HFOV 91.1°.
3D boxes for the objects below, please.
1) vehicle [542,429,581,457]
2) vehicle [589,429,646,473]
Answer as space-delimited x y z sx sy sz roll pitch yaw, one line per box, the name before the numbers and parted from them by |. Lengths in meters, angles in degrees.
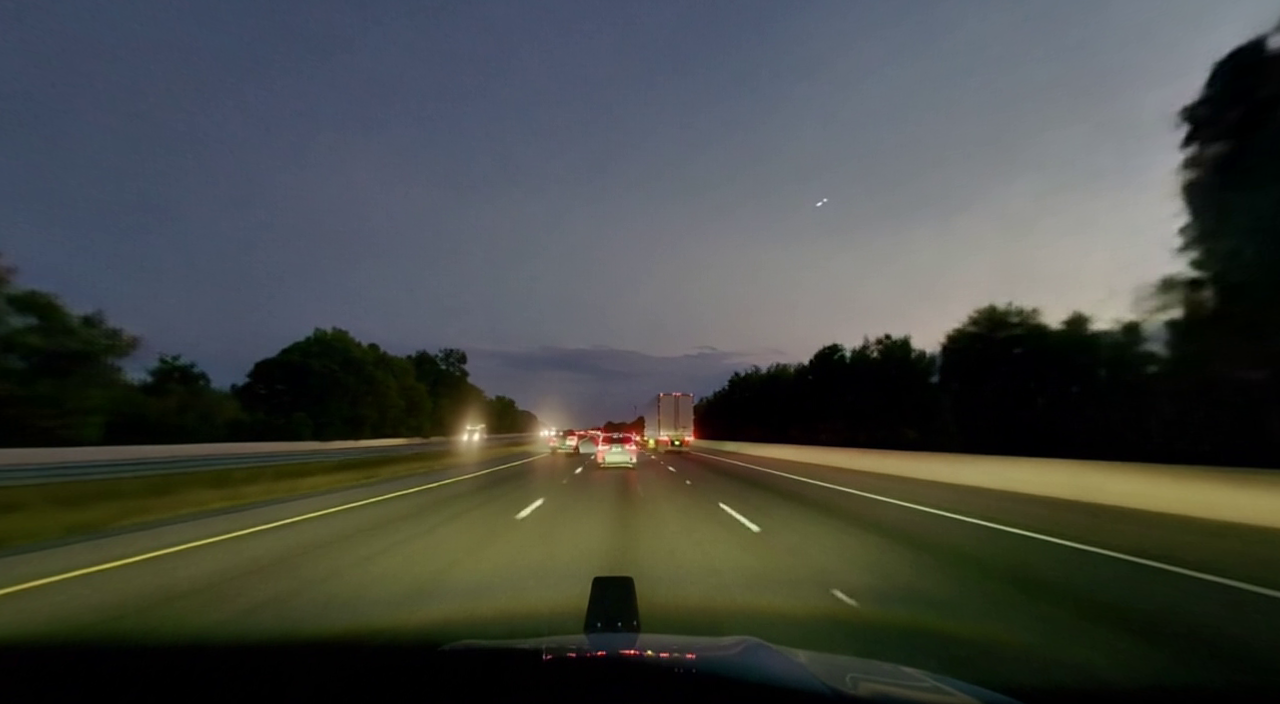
vehicle | -5.392 6.312 43.726 2.234 1.773 5.134 0 -8 -2
vehicle | -0.882 3.885 24.934 2.048 1.563 4.087 0 -8 -2
